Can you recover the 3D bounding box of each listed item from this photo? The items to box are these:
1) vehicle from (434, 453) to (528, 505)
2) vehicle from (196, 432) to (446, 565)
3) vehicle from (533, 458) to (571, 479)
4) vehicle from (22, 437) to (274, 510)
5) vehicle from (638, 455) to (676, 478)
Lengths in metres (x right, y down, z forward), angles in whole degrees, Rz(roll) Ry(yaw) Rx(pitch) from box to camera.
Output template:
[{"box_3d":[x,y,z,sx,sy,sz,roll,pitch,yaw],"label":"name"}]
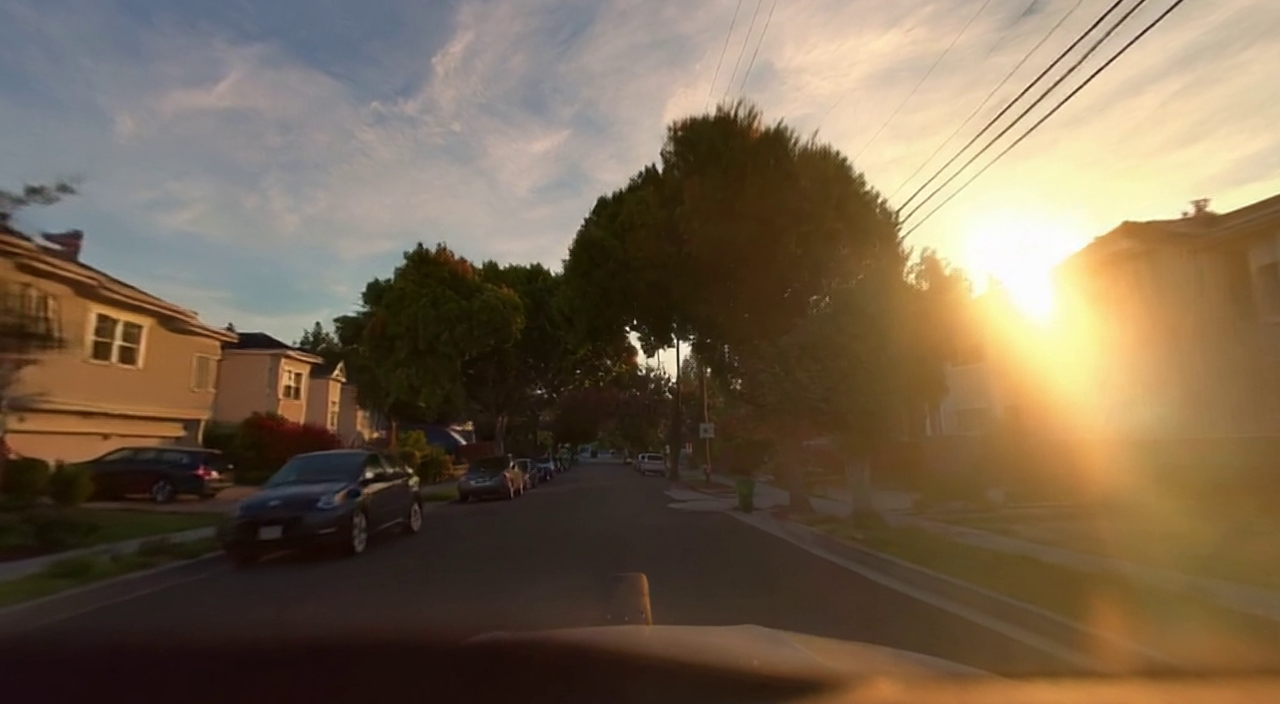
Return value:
[{"box_3d":[-5.183,4.193,21.208,2.086,1.493,4.582,-1,-10,-1],"label":"vehicle"},{"box_3d":[-4.804,2.309,10.442,1.974,1.664,4.539,0,-11,-4],"label":"vehicle"},{"box_3d":[-5.843,7.781,42.365,1.995,1.330,4.080,0,-10,0],"label":"vehicle"},{"box_3d":[-11.929,2.974,15.586,4.414,1.658,1.988,1,-10,-3],"label":"vehicle"},{"box_3d":[1.081,7.707,42.535,2.000,1.456,5.251,1,-10,-5],"label":"vehicle"}]
